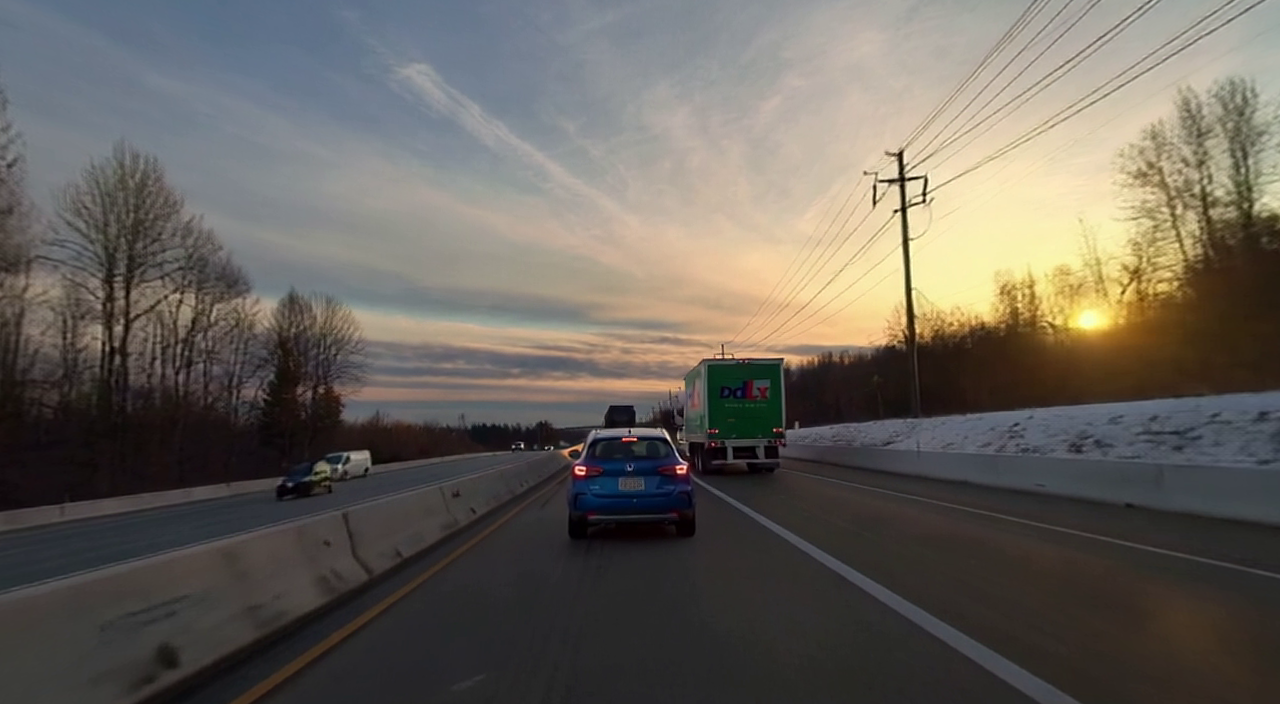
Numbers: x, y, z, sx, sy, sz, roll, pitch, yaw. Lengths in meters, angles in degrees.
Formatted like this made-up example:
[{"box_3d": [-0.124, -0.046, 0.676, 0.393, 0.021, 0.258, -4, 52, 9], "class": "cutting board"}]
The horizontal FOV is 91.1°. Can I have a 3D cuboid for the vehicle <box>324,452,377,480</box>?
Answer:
[{"box_3d": [-22.465, 8.845, 49.023, 2.081, 1.900, 4.823, 0, -8, -4], "class": "vehicle"}]

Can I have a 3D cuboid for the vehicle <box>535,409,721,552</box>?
[{"box_3d": [-0.170, 1.694, 9.021, 2.062, 1.581, 3.914, 0, -8, -1], "class": "vehicle"}]

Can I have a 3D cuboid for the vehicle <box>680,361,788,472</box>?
[{"box_3d": [3.576, 2.836, 26.471, 2.835, 3.872, 8.916, 0, -8, -2], "class": "vehicle"}]
